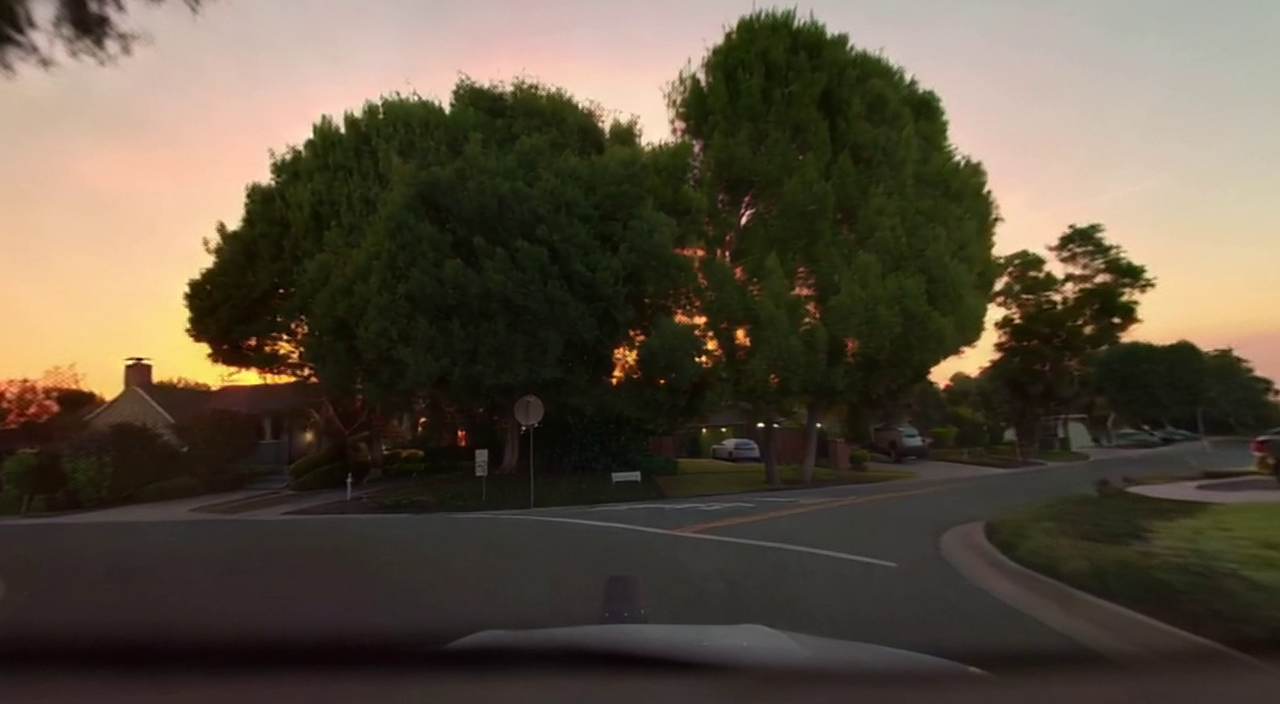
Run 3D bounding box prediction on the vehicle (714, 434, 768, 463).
[{"bbox_3d":[5.630,5.421,35.407,1.802,1.548,3.501,3,-9,-12],"label":"vehicle"}]
